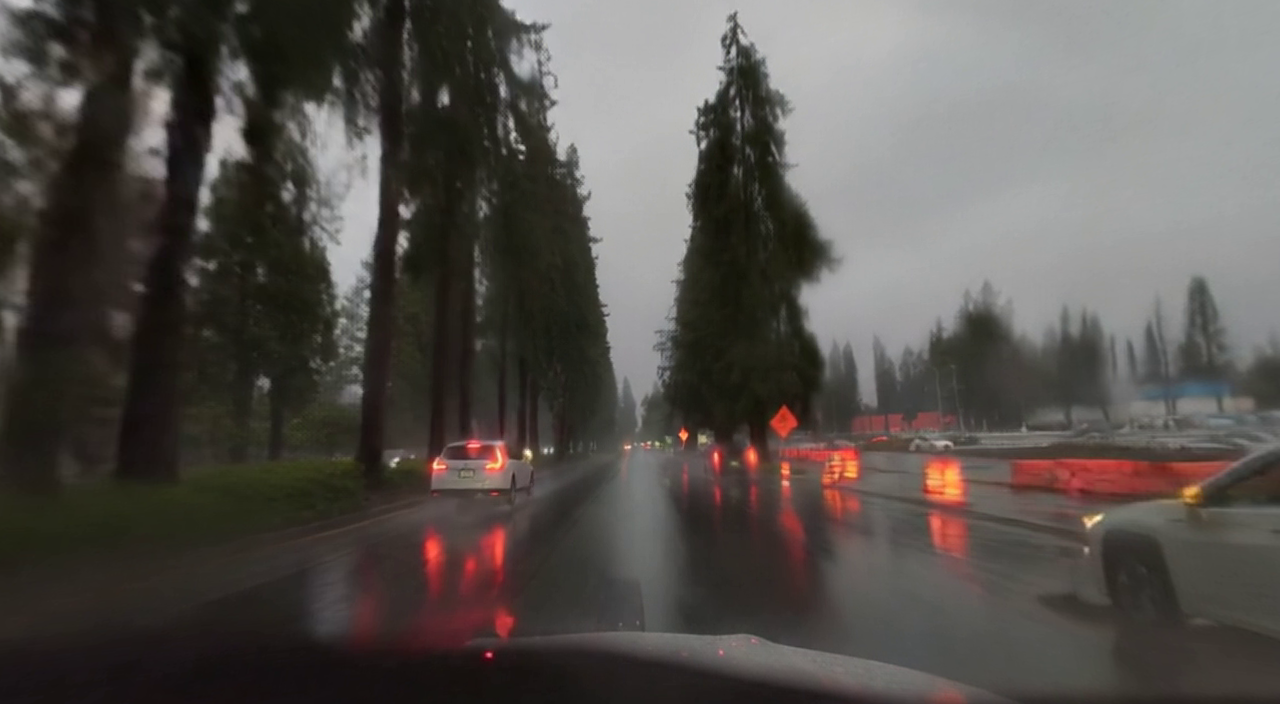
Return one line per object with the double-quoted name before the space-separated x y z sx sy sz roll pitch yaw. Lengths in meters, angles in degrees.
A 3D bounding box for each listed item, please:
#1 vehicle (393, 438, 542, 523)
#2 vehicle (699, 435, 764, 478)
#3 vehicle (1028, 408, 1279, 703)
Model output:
"vehicle" -3.373 2.586 13.291 2.020 1.474 4.098 0 -9 -1
"vehicle" 4.116 4.802 29.191 2.159 1.793 4.735 0 -9 -1
"vehicle" 4.099 1.039 3.193 1.827 1.491 3.743 0 -9 -1
